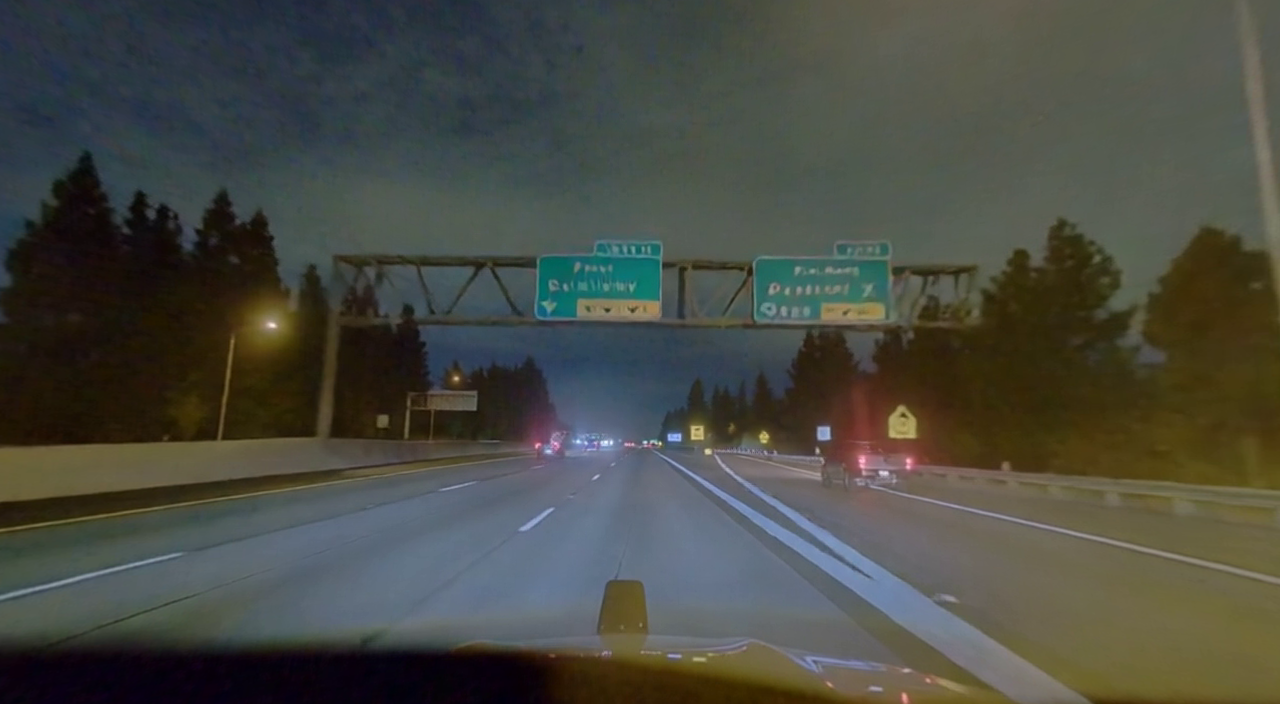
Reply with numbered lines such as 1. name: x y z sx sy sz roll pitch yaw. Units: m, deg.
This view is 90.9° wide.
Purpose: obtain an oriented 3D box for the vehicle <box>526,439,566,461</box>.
1. vehicle: -6.775 7.092 45.854 2.025 1.494 4.495 0 -8 2
